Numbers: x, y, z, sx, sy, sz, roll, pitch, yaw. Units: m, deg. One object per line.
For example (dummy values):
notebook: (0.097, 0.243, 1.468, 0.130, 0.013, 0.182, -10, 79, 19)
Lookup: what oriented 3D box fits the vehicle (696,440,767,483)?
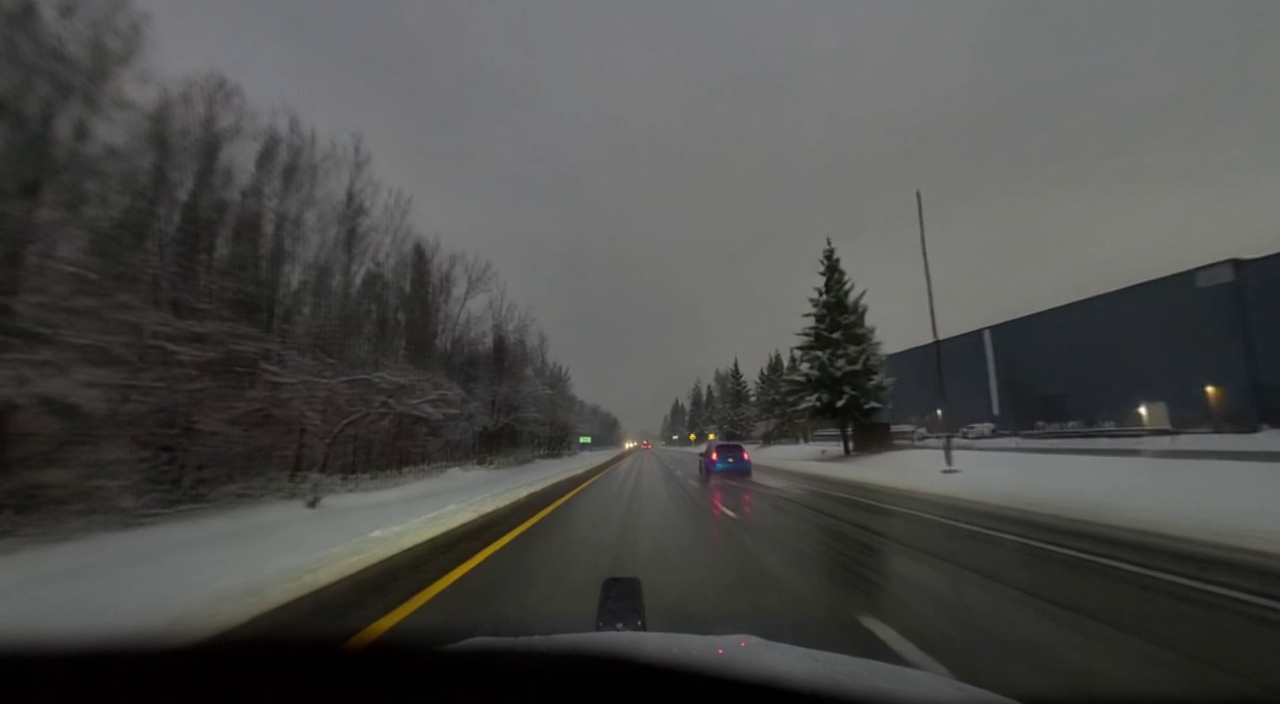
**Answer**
vehicle: (3.448, 4.218, 24.468, 2.079, 1.531, 3.997, 0, -9, -1)
